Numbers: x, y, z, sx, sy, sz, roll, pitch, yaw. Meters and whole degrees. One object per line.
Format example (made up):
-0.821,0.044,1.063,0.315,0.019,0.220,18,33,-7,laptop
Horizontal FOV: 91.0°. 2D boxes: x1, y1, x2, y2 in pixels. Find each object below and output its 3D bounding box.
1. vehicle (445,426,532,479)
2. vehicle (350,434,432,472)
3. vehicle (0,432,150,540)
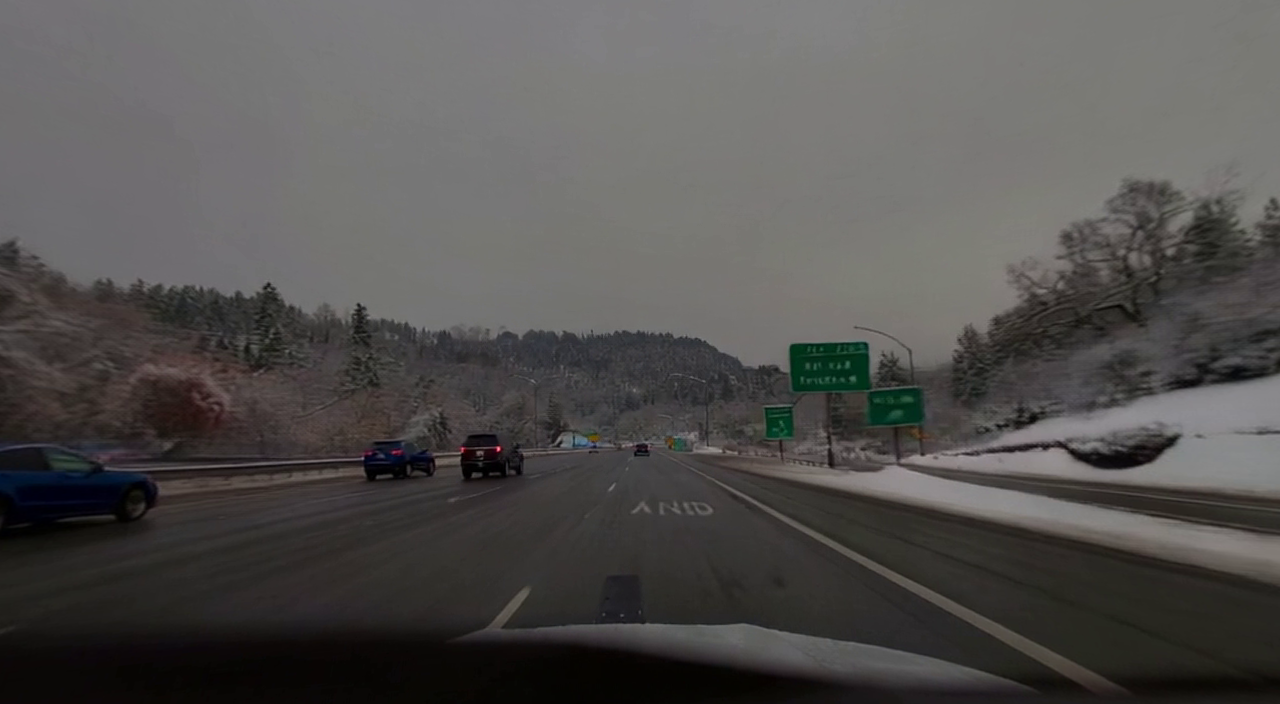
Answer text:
-6.058,4.121,25.918,2.219,1.947,4.924,0,-9,2,vehicle
-12.781,5.234,32.710,2.079,1.822,4.893,0,-9,2,vehicle
-9.994,1.898,8.956,1.984,1.508,4.935,0,-9,1,vehicle
